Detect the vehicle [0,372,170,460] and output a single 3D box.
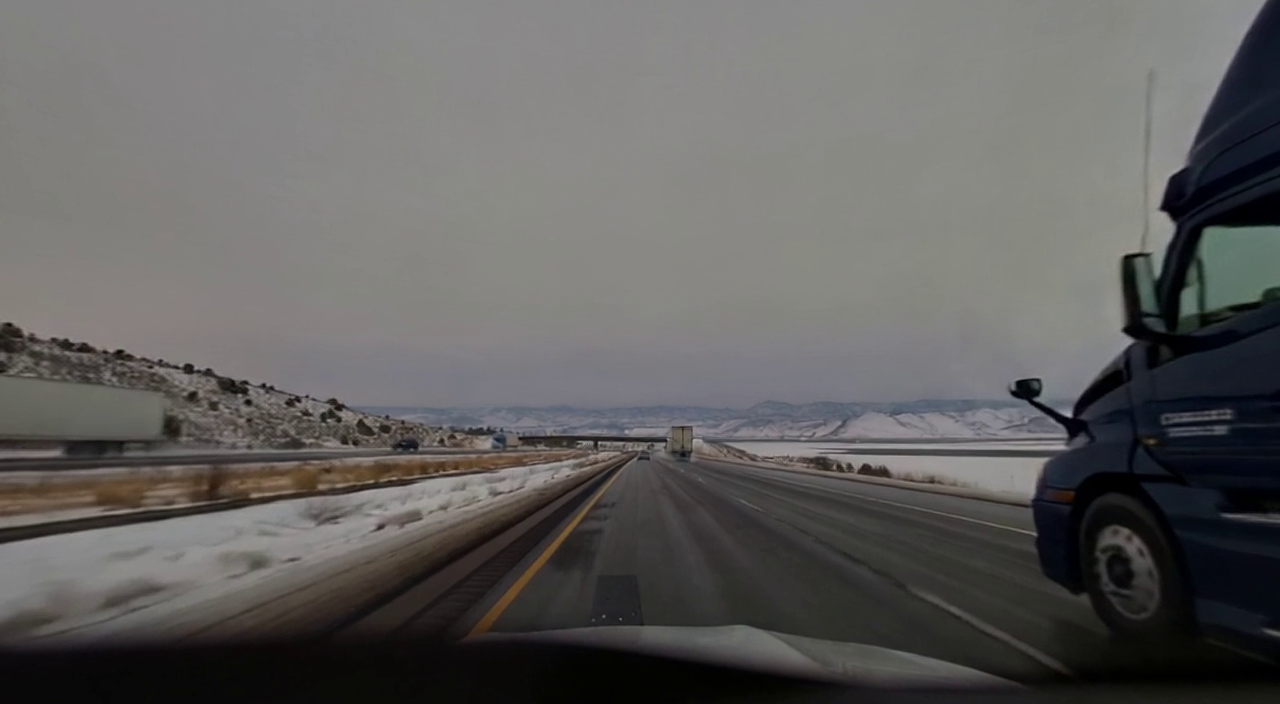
[{"bbox_3d":[-32.080,3.589,33.445,2.889,4.150,14.624,0,-9,0],"label":"vehicle"}]
